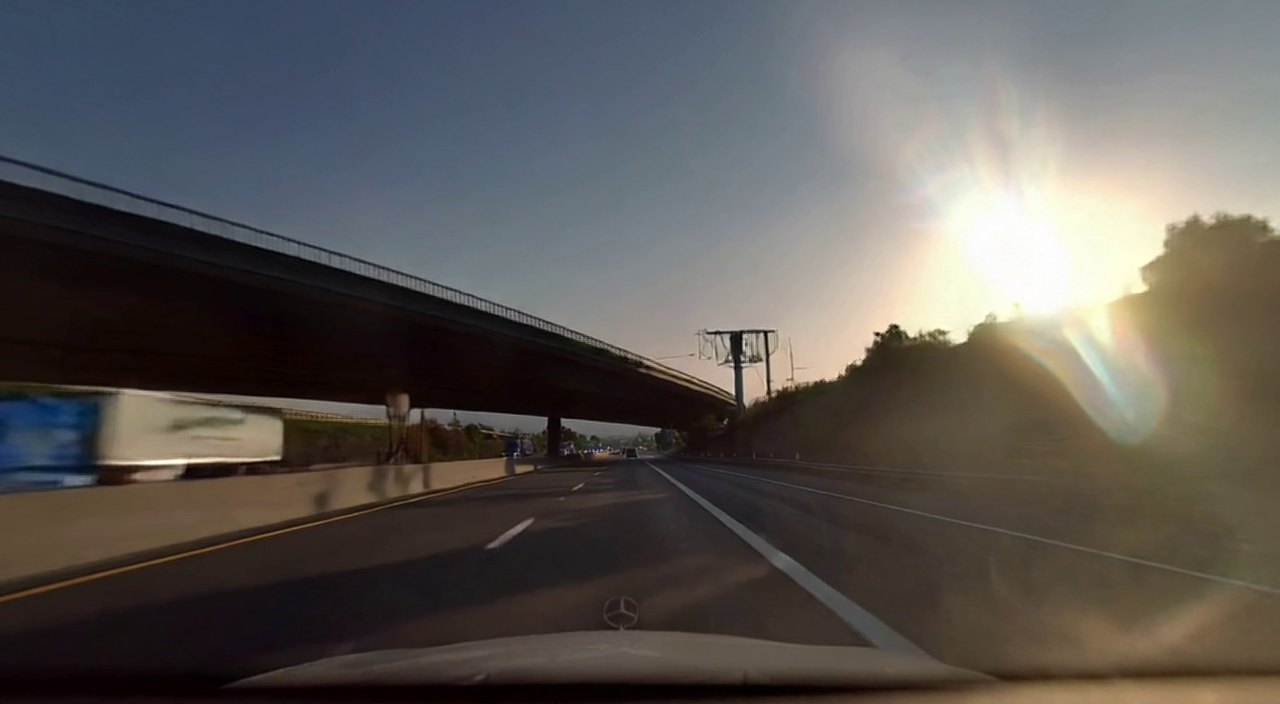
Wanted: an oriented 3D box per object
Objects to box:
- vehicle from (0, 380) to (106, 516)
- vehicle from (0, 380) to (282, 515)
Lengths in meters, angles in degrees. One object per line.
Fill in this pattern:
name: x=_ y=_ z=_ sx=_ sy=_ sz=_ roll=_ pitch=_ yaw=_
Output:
vehicle: x=-20.332 y=2.917 z=19.019 sx=2.942 sy=3.931 sz=5.873 roll=0 pitch=-9 yaw=-1
vehicle: x=-20.424 y=3.942 z=25.890 sx=3.100 sy=4.004 sz=14.159 roll=0 pitch=-9 yaw=-1
